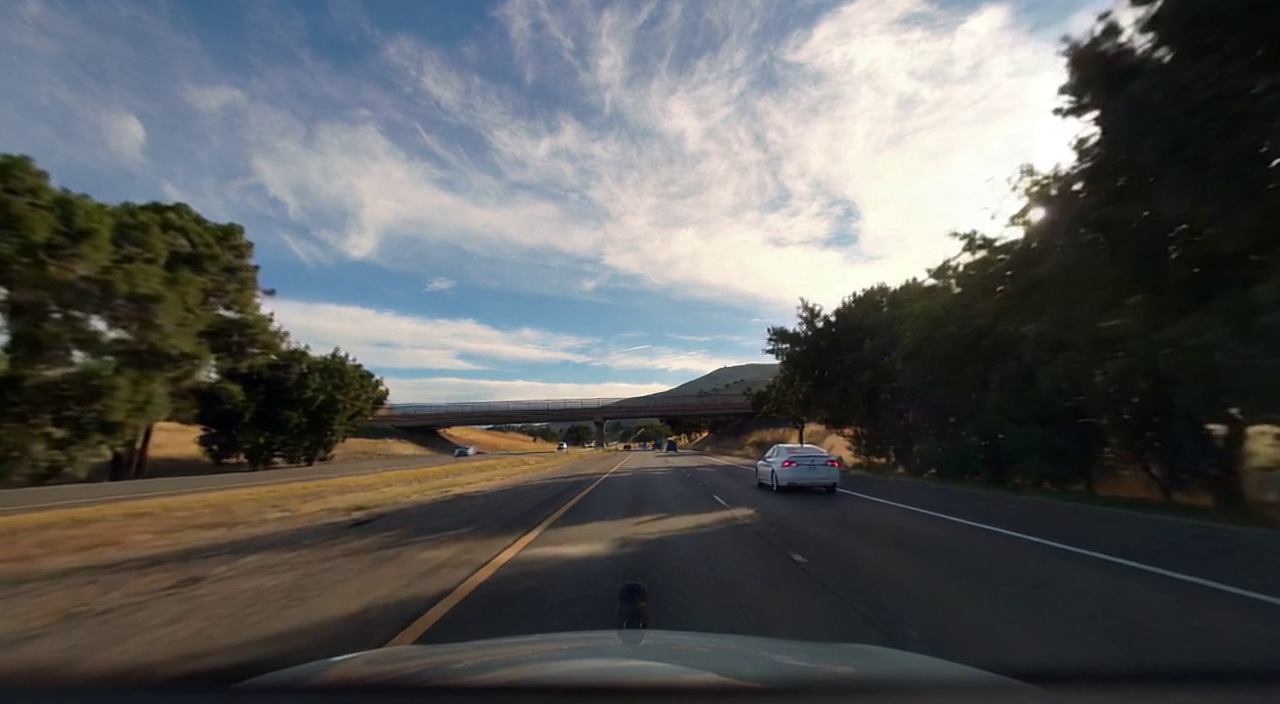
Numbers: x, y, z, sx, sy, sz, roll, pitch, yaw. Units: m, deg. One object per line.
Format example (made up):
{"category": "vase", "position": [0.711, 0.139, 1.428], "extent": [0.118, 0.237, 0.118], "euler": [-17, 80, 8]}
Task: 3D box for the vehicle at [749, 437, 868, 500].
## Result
{"category": "vehicle", "position": [4.478, 3.162, 17.644], "extent": [2.027, 1.487, 4.718], "euler": [0, -8, 0]}
